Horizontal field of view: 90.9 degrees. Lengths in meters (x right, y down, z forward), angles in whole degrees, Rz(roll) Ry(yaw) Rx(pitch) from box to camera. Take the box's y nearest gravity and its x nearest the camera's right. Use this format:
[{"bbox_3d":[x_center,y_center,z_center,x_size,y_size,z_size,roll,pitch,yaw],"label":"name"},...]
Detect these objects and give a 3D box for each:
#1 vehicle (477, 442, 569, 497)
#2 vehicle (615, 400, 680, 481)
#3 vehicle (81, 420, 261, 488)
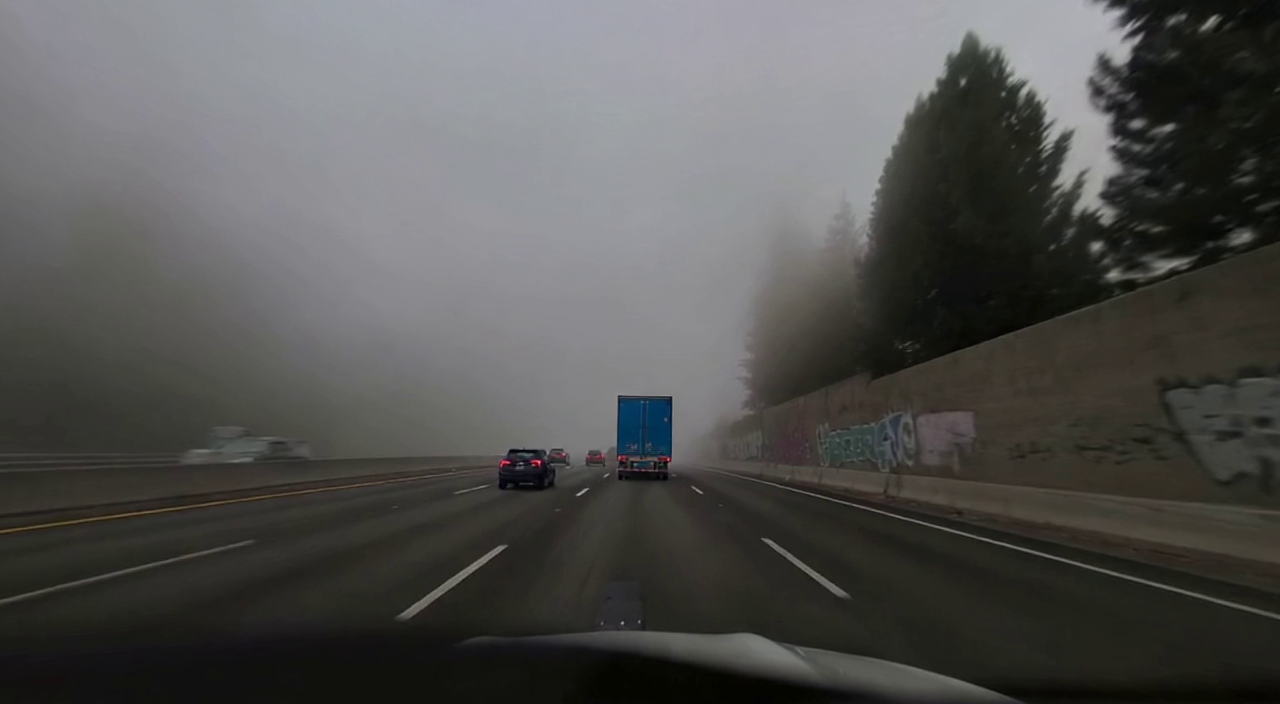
[{"bbox_3d":[-3.468,3.580,19.541,2.020,1.505,4.171,0,-9,1],"label":"vehicle"},{"bbox_3d":[0.220,4.792,33.677,2.915,3.661,9.741,0,-9,-1],"label":"vehicle"},{"bbox_3d":[-17.789,3.950,24.520,2.348,2.266,6.059,0,-9,-1],"label":"vehicle"}]
